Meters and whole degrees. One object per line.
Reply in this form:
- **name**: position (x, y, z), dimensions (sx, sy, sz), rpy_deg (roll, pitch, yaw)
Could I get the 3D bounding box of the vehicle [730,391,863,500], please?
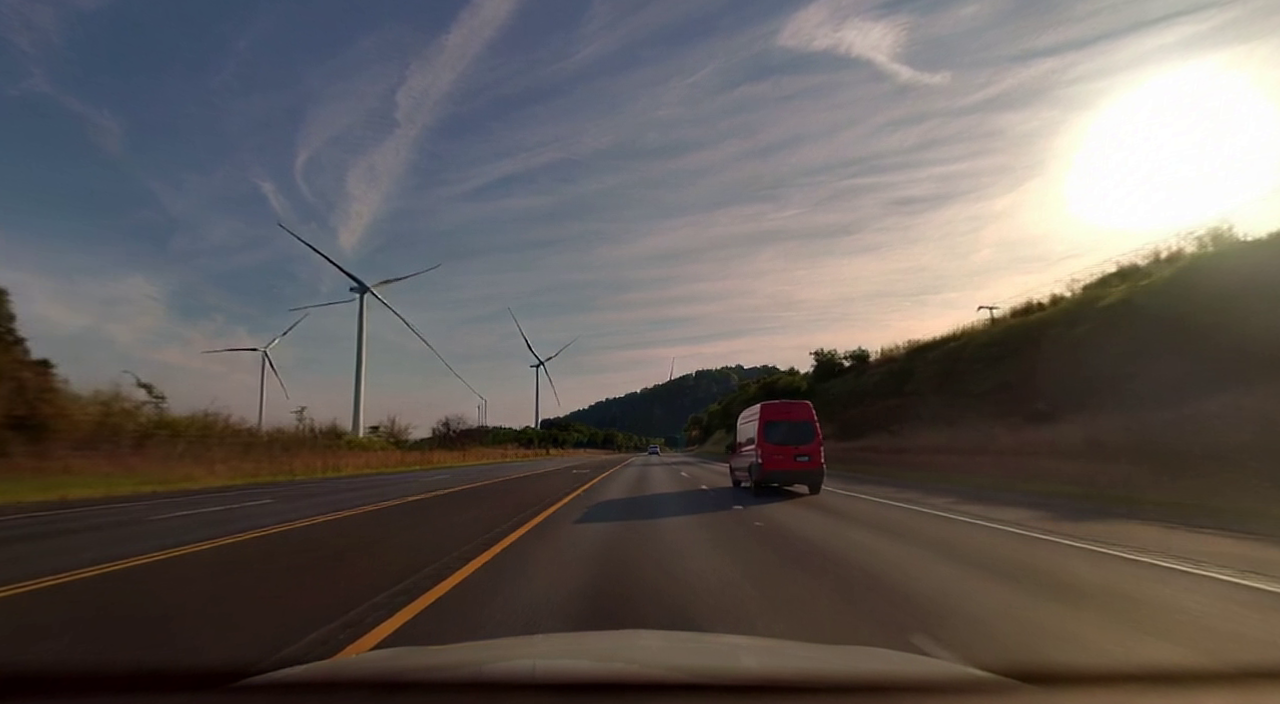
- **vehicle**: position (4.372, 2.789, 18.788), dimensions (2.437, 2.735, 5.507), rpy_deg (0, -9, -1)
